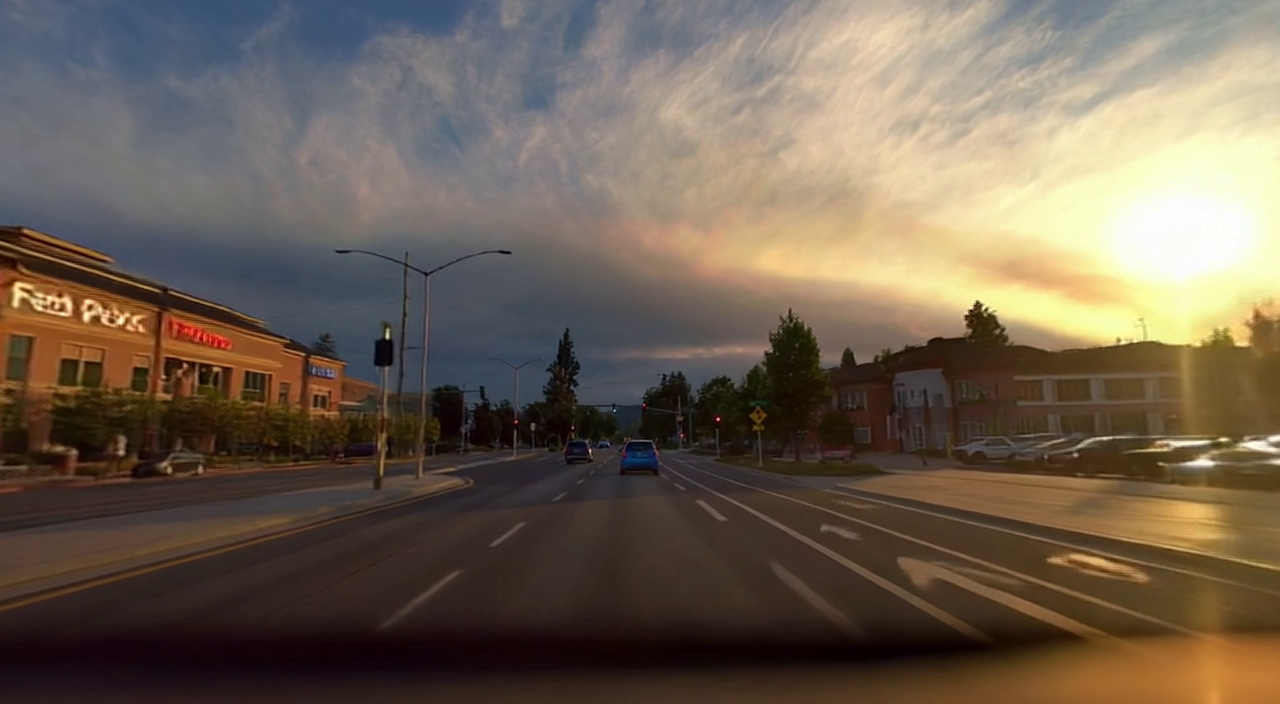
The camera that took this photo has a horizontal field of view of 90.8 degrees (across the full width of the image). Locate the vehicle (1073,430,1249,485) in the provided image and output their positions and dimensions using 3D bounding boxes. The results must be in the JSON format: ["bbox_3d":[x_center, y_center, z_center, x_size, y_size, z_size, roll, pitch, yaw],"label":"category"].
[{"bbox_3d":[18.540,3.747,22.639,4.475,1.838,2.058,0,-9,-3],"label":"vehicle"}]

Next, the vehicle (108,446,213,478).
[{"bbox_3d":[-26.315,6.055,34.901,2.031,1.622,4.722,0,-9,0],"label":"vehicle"}]

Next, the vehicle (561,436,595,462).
[{"bbox_3d":[-4.740,7.519,49.052,2.202,1.856,4.516,0,-9,0],"label":"vehicle"}]

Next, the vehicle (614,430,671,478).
[{"bbox_3d":[0.023,4.442,27.753,2.273,1.909,5.075,0,-9,-1],"label":"vehicle"}]

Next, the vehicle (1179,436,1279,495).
[{"bbox_3d":[18.523,3.201,18.018,4.358,1.553,2.063,0,-9,-1],"label":"vehicle"}]
